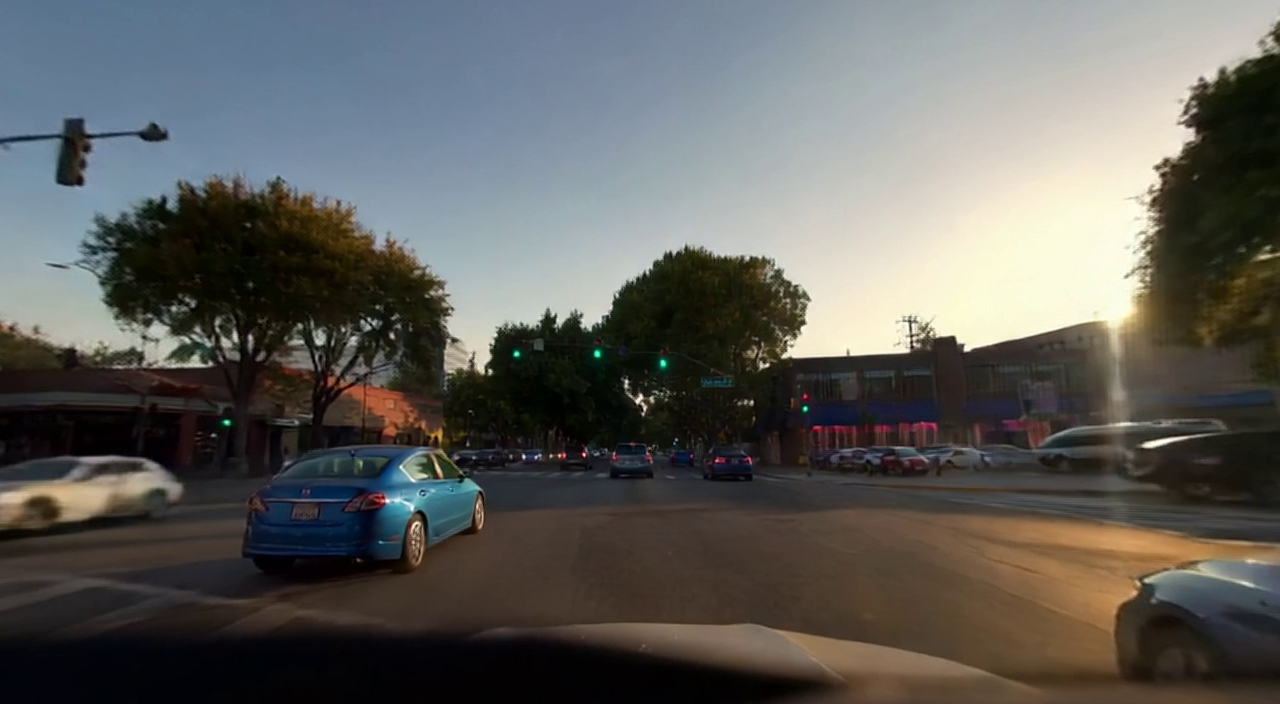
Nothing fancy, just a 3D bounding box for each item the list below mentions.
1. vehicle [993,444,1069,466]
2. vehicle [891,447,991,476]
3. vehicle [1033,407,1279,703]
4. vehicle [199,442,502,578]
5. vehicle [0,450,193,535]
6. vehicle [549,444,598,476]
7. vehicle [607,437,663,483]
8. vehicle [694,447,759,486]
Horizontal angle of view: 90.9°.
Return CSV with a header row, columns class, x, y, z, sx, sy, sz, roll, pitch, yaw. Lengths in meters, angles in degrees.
class,x,y,z,sx,sy,sz,roll,pitch,yaw
vehicle,29.506,7.785,47.658,4.324,1.538,2.071,0,-9,-2
vehicle,16.157,5.868,34.023,4.407,1.492,1.930,0,-9,2
vehicle,3.225,0.794,1.253,2.052,1.475,4.540,0,-9,2
vehicle,-3.424,1.930,8.493,2.115,1.369,3.908,0,-9,2
vehicle,-12.435,2.903,13.708,2.008,1.498,4.557,0,-9,0
vehicle,-3.537,5.841,34.297,2.130,1.645,3.995,0,-9,1
vehicle,-0.205,4.895,28.873,2.361,1.898,4.465,0,-9,0
vehicle,3.501,4.710,26.215,2.058,1.472,4.317,0,-9,0
